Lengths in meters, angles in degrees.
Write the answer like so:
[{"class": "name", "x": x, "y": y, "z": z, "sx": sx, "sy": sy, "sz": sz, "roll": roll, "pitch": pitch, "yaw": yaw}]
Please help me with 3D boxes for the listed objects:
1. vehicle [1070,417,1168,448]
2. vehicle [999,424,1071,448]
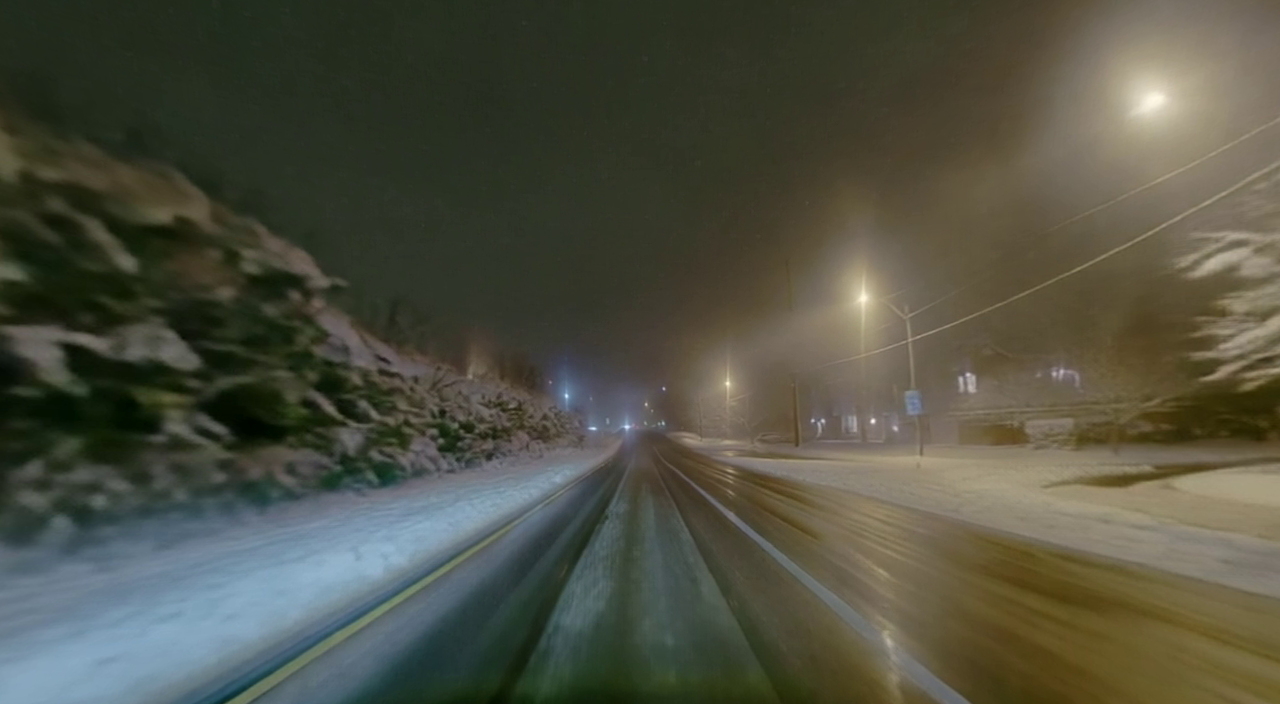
[{"class": "vehicle", "x": 33.298, "y": 5.694, "z": 44.190, "sx": 2.264, "sy": 2.032, "sz": 5.539, "roll": 0, "pitch": -8, "yaw": -2}, {"class": "vehicle", "x": 28.488, "y": 6.119, "z": 45.780, "sx": 1.868, "sy": 1.599, "sz": 4.741, "roll": 1, "pitch": -8, "yaw": -4}]
